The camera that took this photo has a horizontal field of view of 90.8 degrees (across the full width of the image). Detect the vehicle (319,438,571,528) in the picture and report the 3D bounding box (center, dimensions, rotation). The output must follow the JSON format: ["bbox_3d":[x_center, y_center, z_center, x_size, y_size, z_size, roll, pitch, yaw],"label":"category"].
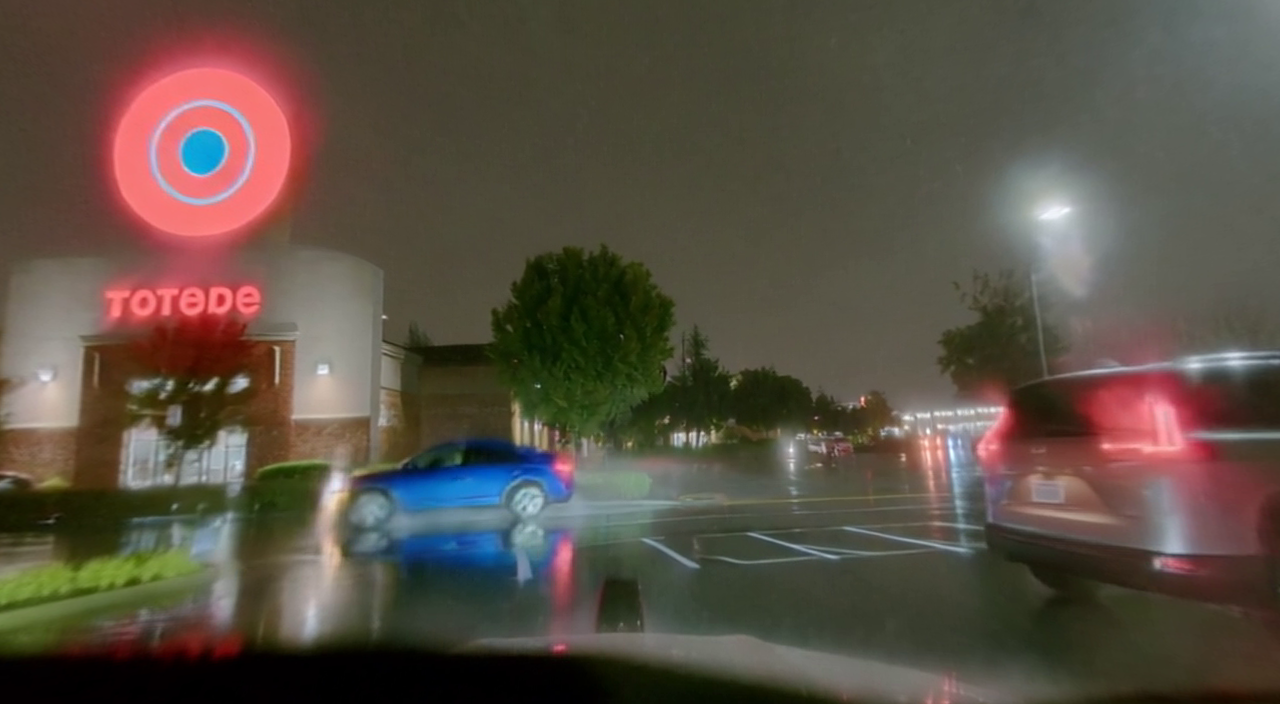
[{"bbox_3d":[-4.050,2.835,14.034,4.957,1.788,2.092,1,-9,-6],"label":"vehicle"}]

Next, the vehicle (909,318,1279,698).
[{"bbox_3d":[5.003,0.981,4.686,4.864,1.916,2.413,1,-9,-5],"label":"vehicle"}]
